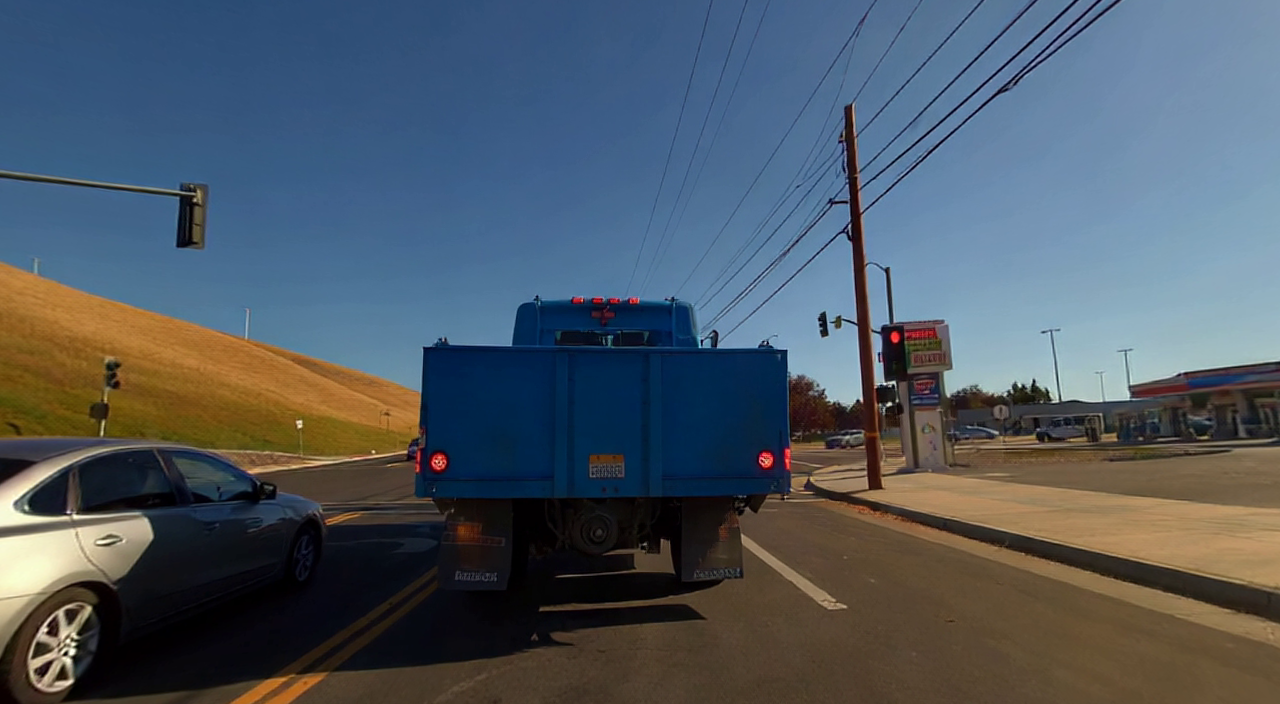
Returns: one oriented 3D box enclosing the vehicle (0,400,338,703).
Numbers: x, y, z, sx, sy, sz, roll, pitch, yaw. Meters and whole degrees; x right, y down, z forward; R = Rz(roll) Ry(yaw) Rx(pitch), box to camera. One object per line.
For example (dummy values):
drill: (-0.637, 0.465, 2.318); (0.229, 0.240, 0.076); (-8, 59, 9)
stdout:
vehicle: (-3.956, 1.193, 3.994); (2.017, 1.555, 4.150); (-1, -9, 0)

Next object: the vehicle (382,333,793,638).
vehicle: (-0.418, 1.326, 7.220); (2.859, 2.144, 5.406); (0, -9, -1)

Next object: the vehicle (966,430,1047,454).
vehicle: (27.640, 6.775, 47.489); (5.021, 1.757, 2.012); (1, -9, -8)

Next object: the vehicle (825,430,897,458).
vehicle: (16.498, 6.832, 46.793); (6.346, 1.917, 2.360); (8, -12, -43)

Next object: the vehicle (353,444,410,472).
vehicle: (-17.106, 7.020, 41.928); (2.133, 1.690, 4.331); (0, -9, -3)

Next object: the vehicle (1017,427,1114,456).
vehicle: (25.577, 5.397, 37.932); (4.419, 1.496, 1.854); (-2, -9, 1)
